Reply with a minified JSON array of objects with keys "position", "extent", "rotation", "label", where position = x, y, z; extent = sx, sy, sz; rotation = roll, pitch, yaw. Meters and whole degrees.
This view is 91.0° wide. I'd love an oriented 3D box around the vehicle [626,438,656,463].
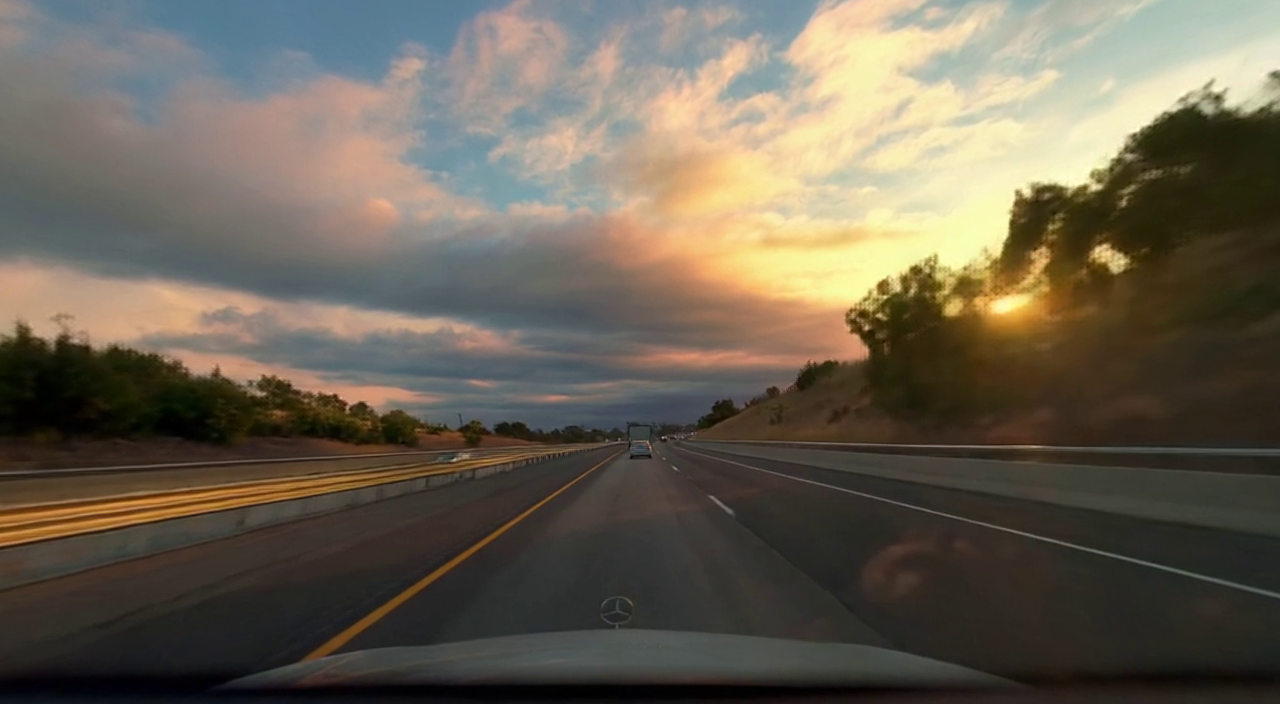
[{"position":[0.022,7.020,44.954],"extent":[2.059,1.696,4.165],"rotation":[0,-8,-1],"label":"vehicle"}]
